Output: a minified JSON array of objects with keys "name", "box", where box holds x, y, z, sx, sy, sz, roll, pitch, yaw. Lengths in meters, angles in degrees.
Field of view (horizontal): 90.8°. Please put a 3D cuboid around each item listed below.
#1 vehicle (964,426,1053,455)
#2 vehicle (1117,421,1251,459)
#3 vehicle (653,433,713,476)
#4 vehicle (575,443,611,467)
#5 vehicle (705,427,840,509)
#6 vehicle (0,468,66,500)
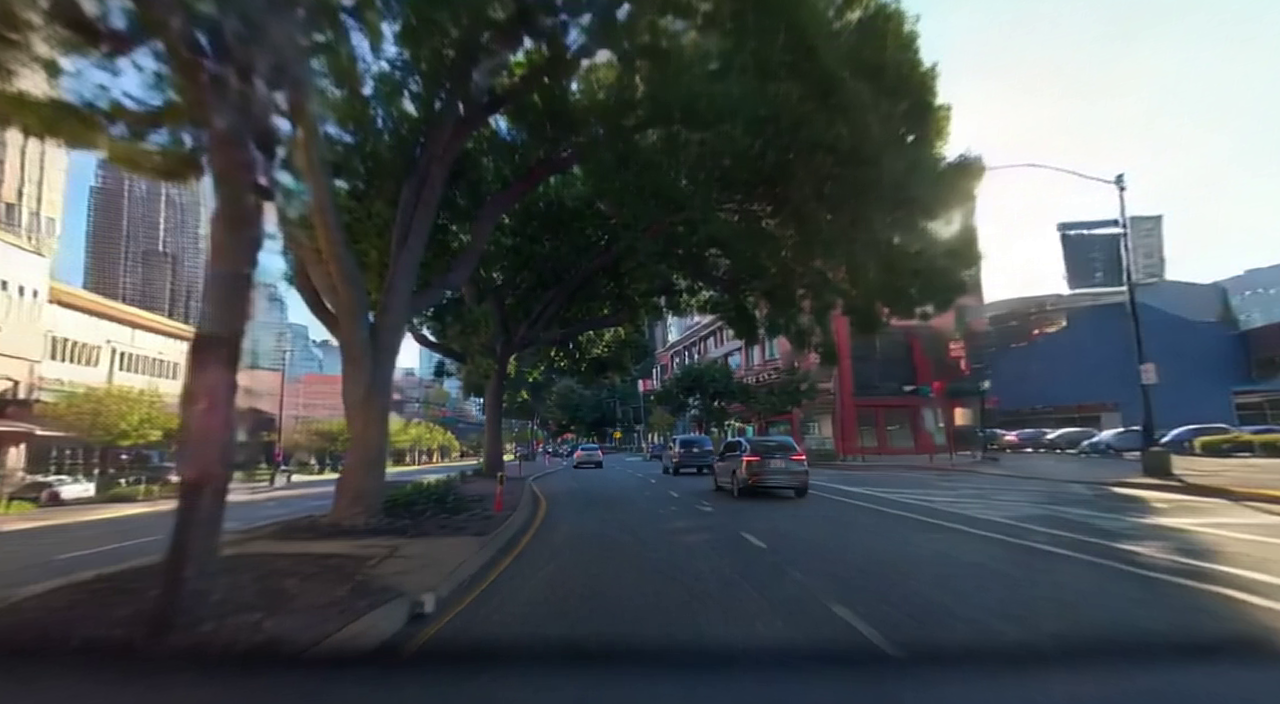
[{"name":"vehicle","box":[26.811,6.420,46.078,5.103,1.947,2.207,-1,-8,-2]},{"name":"vehicle","box":[27.385,4.461,31.943,4.736,1.755,2.221,-1,-8,-2]},{"name":"vehicle","box":[1.880,4.720,29.353,2.046,1.768,4.370,-1,-8,-5]},{"name":"vehicle","box":[-3.124,6.728,41.518,2.068,1.512,3.987,1,-8,-8]},{"name":"vehicle","box":[2.859,2.603,14.621,1.966,1.596,3.980,0,-8,-4]},{"name":"vehicle","box":[-31.198,6.579,31.464,1.600,1.375,4.319,0,-9,-8]}]
